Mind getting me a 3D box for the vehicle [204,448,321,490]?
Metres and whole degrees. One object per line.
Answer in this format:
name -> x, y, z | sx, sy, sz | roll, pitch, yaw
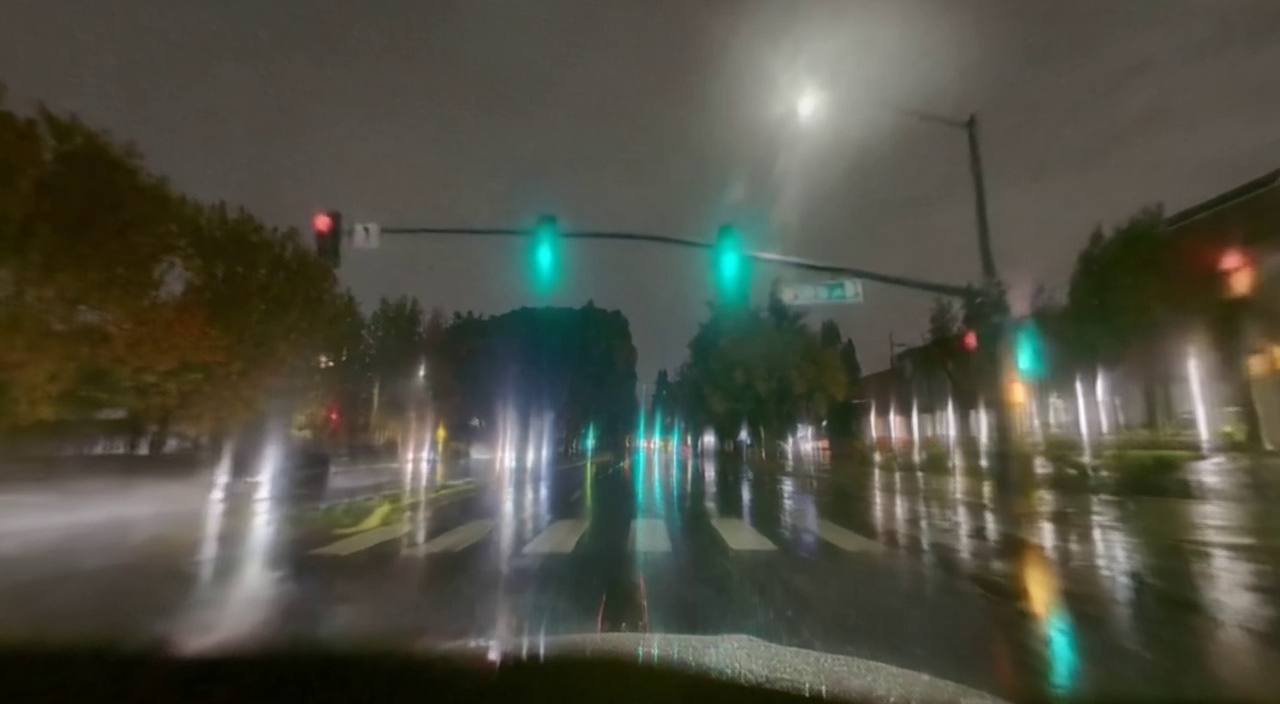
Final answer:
vehicle -> -15.071, 4.671, 25.394 | 1.920, 1.499, 4.378 | 0, -8, 1
